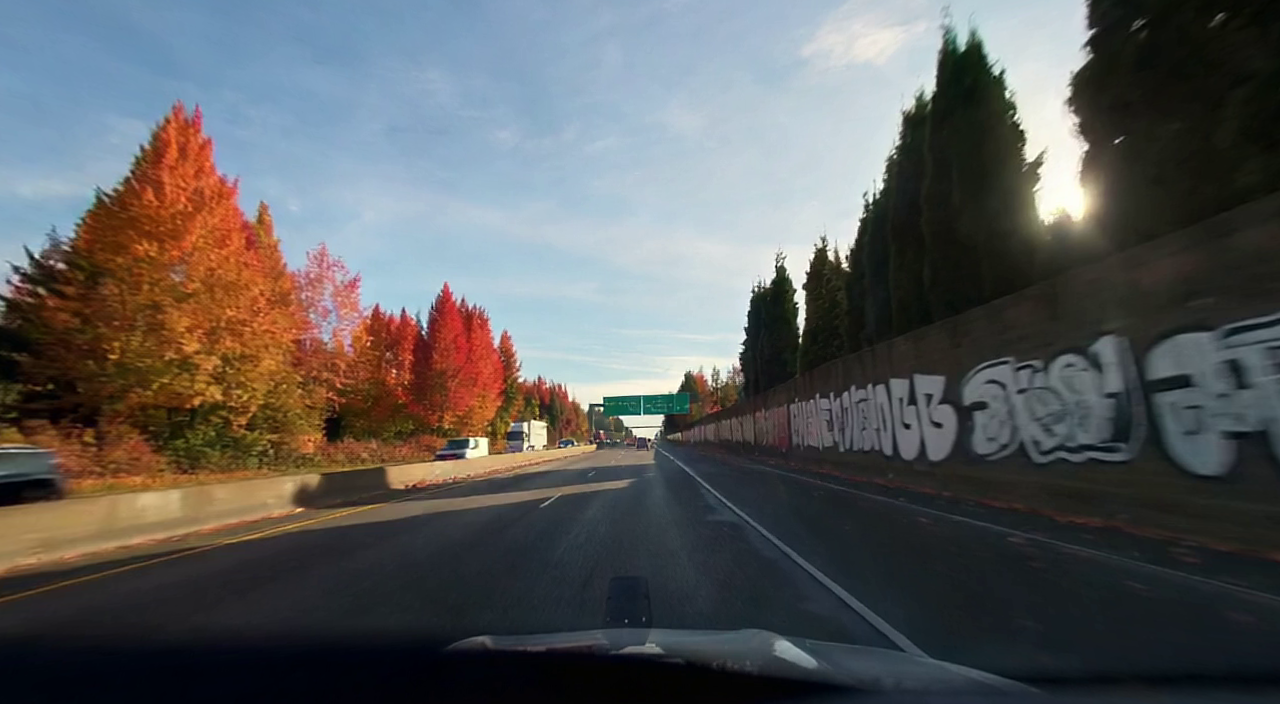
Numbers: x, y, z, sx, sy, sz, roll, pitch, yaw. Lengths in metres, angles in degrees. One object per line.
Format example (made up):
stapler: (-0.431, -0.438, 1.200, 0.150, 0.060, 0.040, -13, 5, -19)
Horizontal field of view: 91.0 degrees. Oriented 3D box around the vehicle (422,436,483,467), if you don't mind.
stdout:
vehicle: (-10.281, 5.455, 34.850, 1.948, 1.596, 4.510, 0, -8, 1)
